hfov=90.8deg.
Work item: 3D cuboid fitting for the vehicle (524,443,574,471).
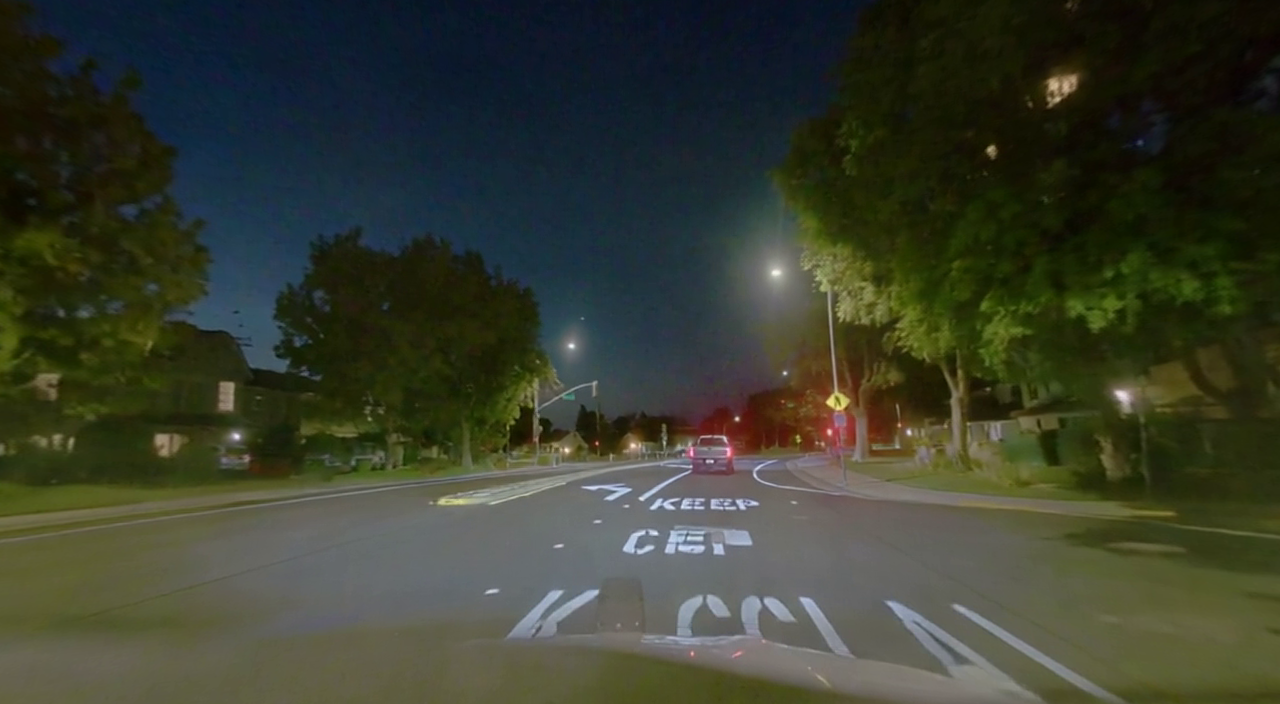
[{"bbox_3d":[-6.792,7.908,47.781,2.053,1.822,4.852,-3,-8,14],"label":"vehicle"}]

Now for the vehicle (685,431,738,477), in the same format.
[{"bbox_3d":[3.401,4.719,29.347,2.153,1.942,4.767,-1,-9,10],"label":"vehicle"}]

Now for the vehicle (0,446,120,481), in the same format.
[{"bbox_3d":[-25.331,4.759,27.200,4.268,1.409,1.897,0,-9,3],"label":"vehicle"}]

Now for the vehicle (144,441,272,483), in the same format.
[{"bbox_3d":[-18.897,4.810,27.751,4.168,1.735,1.925,0,-9,2],"label":"vehicle"}]

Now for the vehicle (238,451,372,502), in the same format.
[{"bbox_3d":[-11.720,4.364,22.534,1.873,1.508,4.483,-2,-8,8],"label":"vehicle"}]
